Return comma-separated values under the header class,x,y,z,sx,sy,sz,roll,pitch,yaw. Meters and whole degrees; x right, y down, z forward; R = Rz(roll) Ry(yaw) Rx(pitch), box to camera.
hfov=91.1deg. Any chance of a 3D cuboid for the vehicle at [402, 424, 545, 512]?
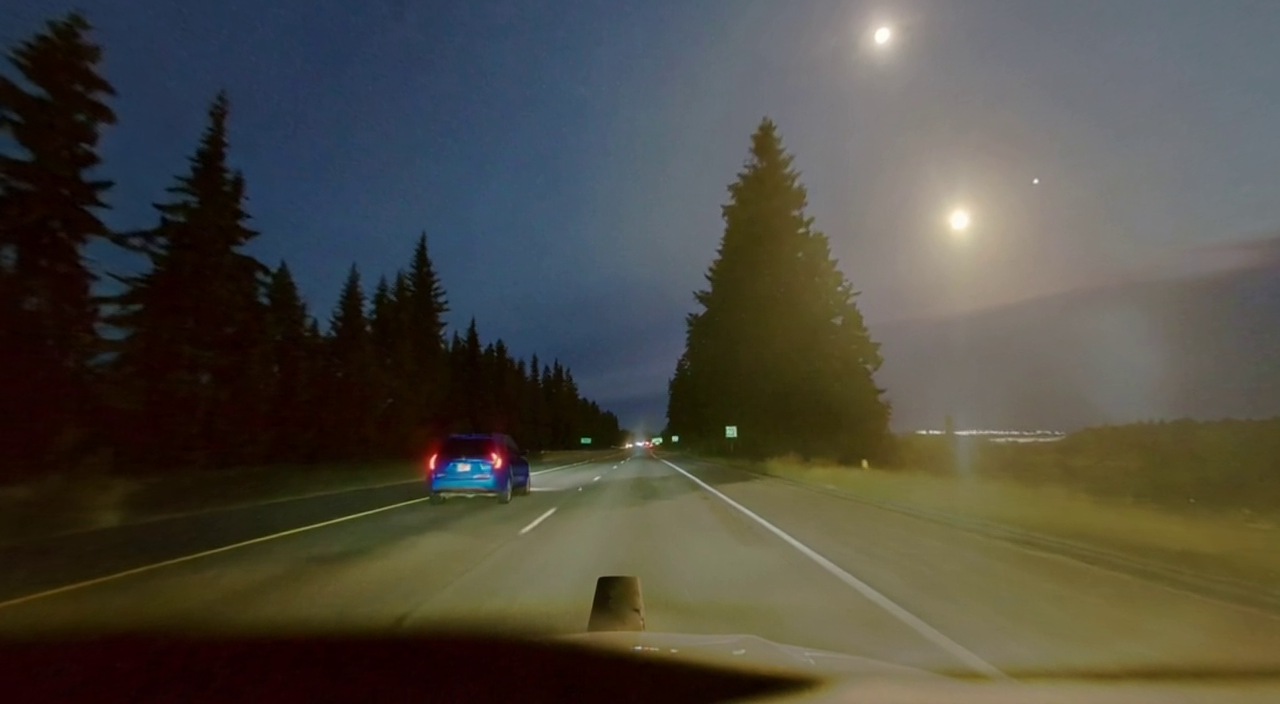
class,x,y,z,sx,sy,sz,roll,pitch,yaw
vehicle,-3.710,2.678,14.986,2.084,1.752,4.479,-1,-8,1
